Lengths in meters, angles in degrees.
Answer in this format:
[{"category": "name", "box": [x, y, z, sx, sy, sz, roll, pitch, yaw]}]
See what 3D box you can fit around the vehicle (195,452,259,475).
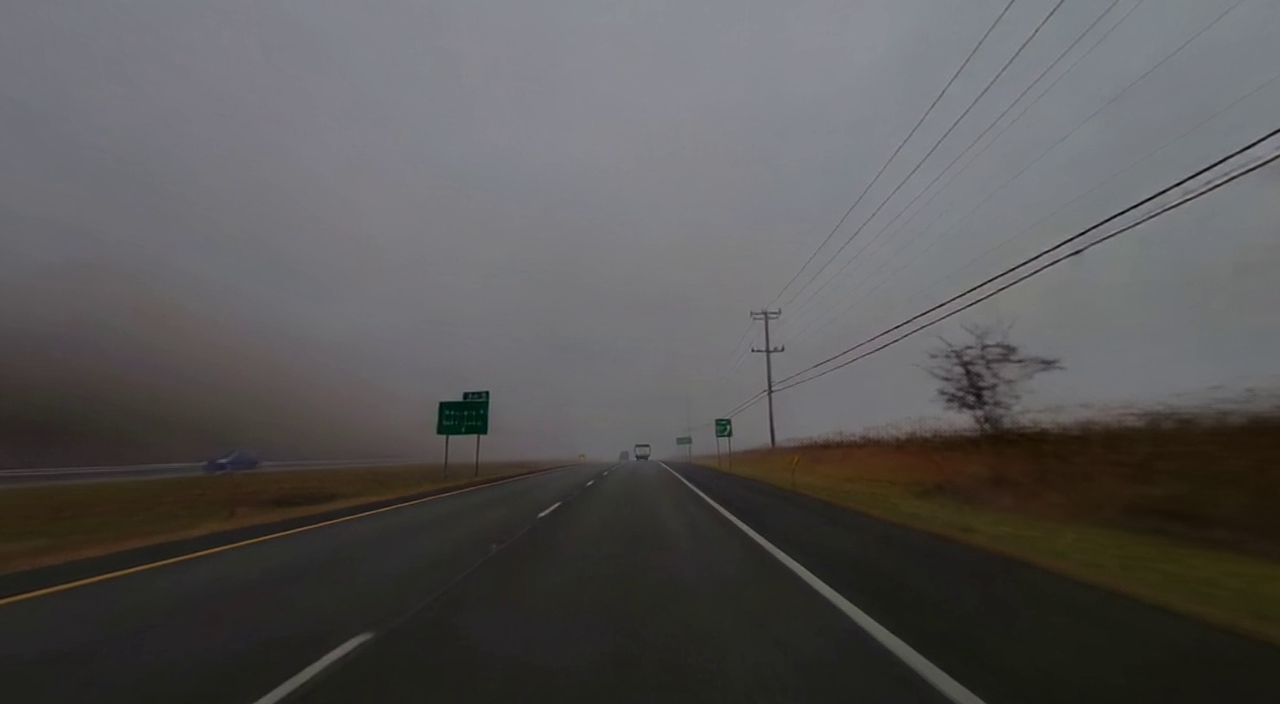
[{"category": "vehicle", "box": [-31.967, 8.650, 48.914, 1.885, 1.634, 4.501, 0, -9, 1]}]
